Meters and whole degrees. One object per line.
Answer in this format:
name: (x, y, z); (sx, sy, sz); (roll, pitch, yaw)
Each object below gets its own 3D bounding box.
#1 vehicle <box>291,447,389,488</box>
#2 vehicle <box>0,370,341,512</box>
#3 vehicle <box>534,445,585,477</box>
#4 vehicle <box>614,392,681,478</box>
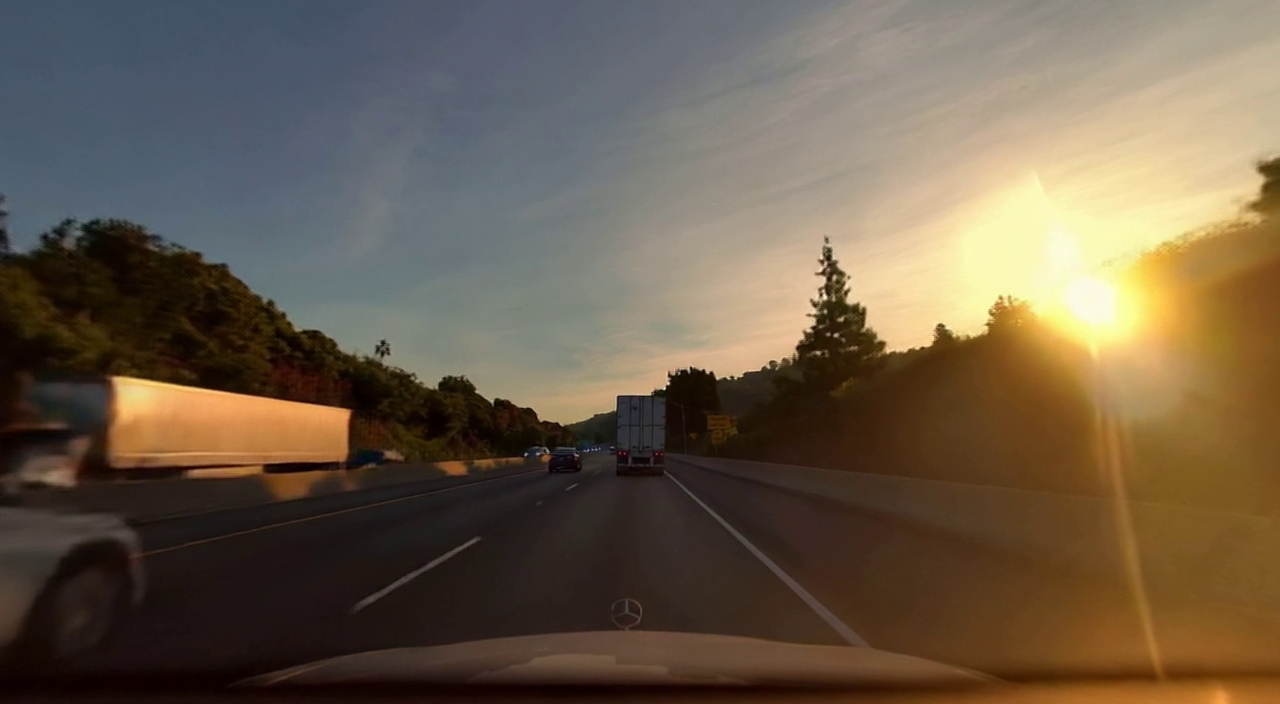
vehicle: (-13.410, 5.175, 28.537); (2.224, 1.691, 4.519); (0, -9, 0)
vehicle: (-17.995, 3.880, 26.504); (2.912, 4.071, 16.625); (0, -9, -1)
vehicle: (-4.165, 5.735, 33.427); (2.074, 1.546, 4.946); (0, -9, 0)
vehicle: (0.238, 4.451, 32.960); (2.959, 3.828, 9.617); (0, -9, -1)
